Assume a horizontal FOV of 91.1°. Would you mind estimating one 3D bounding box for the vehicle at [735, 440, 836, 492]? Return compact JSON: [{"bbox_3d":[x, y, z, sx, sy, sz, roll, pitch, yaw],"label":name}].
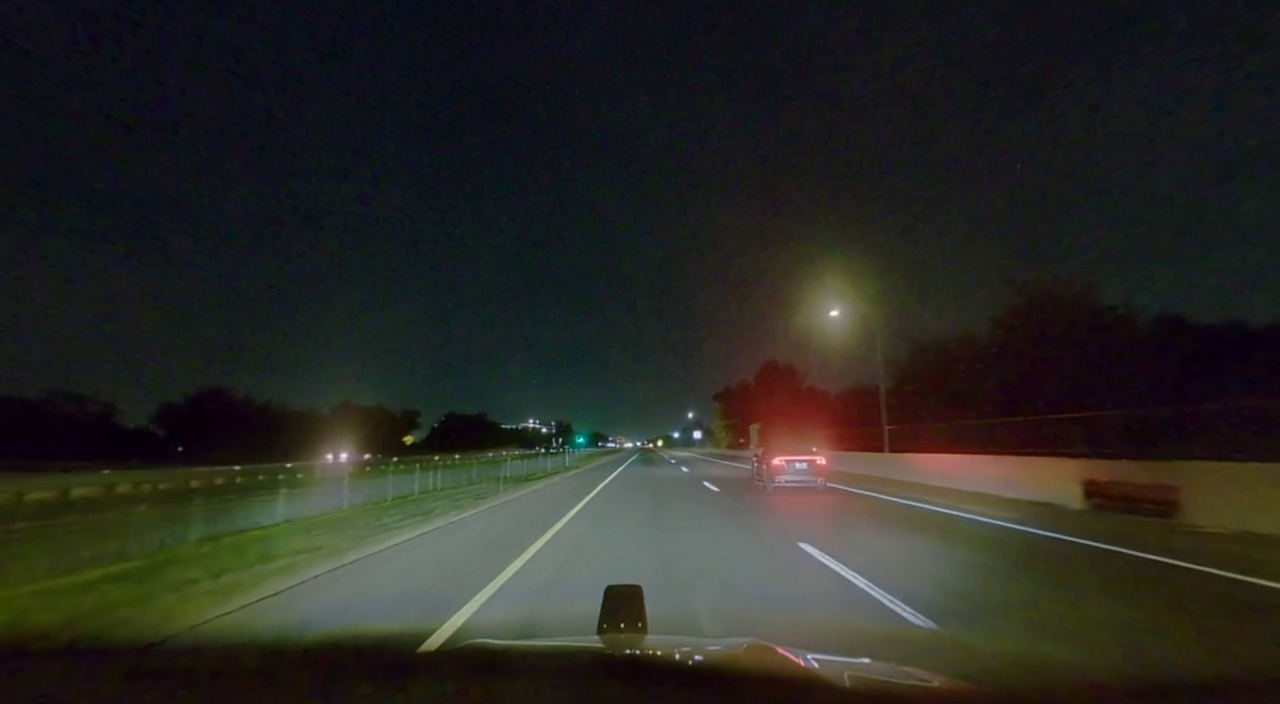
[{"bbox_3d":[4.335,3.445,19.455,2.124,1.405,4.398,0,-8,1],"label":"vehicle"}]
